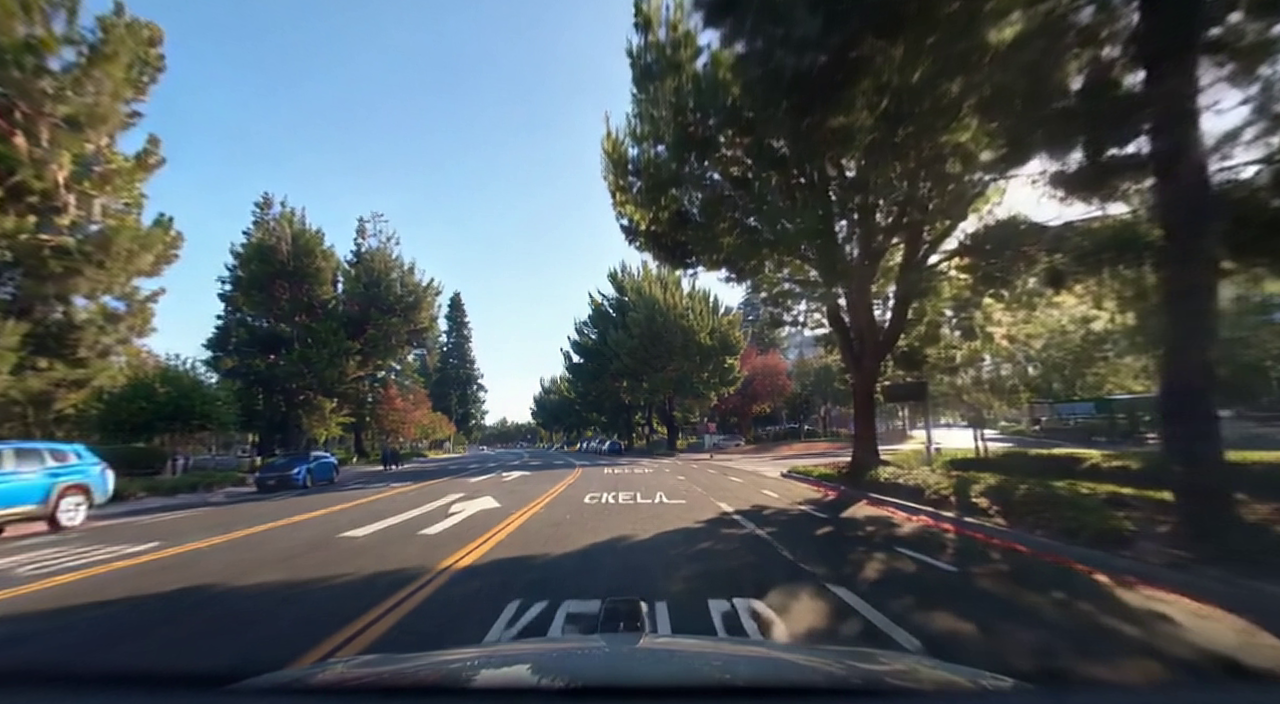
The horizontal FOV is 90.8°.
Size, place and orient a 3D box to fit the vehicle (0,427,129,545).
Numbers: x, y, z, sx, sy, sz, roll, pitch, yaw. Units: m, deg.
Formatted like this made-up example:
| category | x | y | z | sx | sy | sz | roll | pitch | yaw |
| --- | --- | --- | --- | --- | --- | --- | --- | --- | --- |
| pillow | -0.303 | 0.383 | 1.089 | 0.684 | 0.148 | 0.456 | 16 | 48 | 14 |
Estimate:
| category | x | y | z | sx | sy | sz | roll | pitch | yaw |
| --- | --- | --- | --- | --- | --- | --- | --- | --- | --- |
| vehicle | -12.946 | 2.598 | 12.027 | 2.314 | 2.144 | 5.403 | -4 | -7 | -5 |

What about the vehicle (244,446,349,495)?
| category | x | y | z | sx | sy | sz | roll | pitch | yaw |
| --- | --- | --- | --- | --- | --- | --- | --- | --- | --- |
| vehicle | -13.917 | 4.809 | 25.967 | 2.090 | 1.680 | 4.434 | -3 | -9 | -4 |
